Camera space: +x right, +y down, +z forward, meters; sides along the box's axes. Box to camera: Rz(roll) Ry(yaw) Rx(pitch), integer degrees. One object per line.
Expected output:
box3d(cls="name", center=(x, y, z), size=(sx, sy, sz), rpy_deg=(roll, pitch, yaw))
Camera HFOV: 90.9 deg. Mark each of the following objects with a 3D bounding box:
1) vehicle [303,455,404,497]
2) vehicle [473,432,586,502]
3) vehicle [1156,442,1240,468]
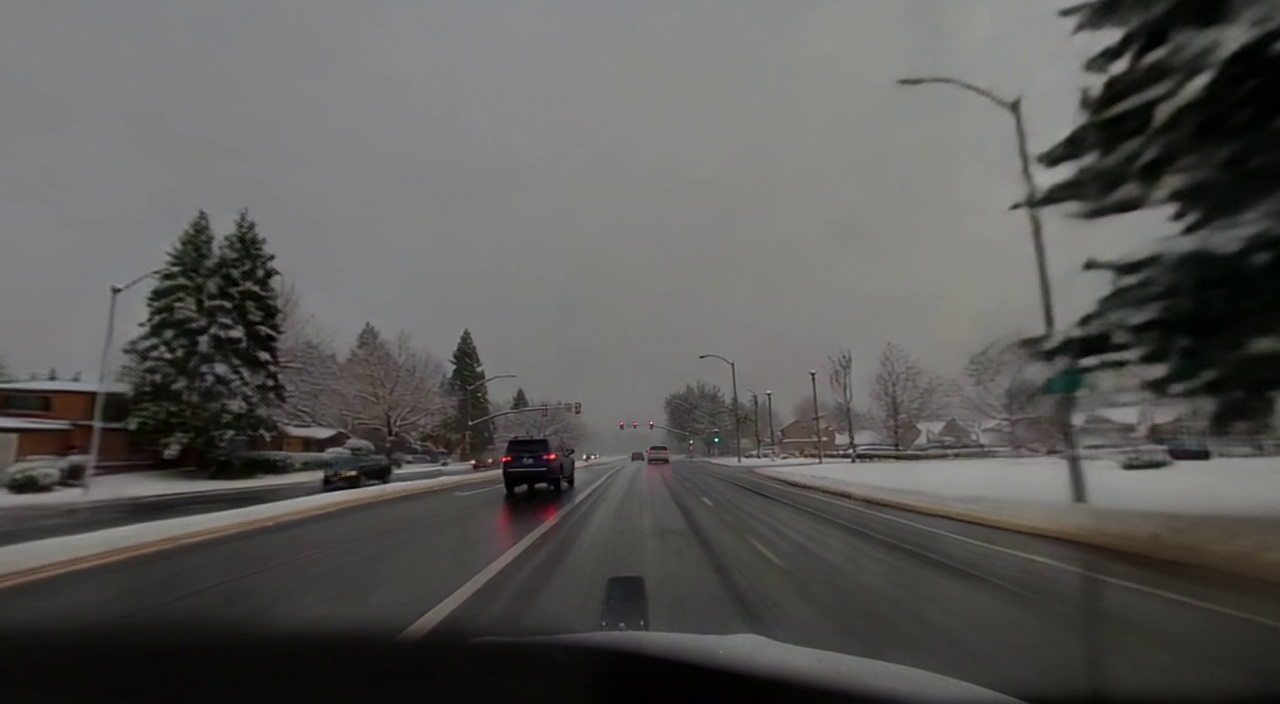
box3d(cls="vehicle", center=(-11.692, 5.052, 26.116), size=(1.952, 1.500, 4.543), rpy_deg=(0, -9, 1))
box3d(cls="vehicle", center=(-3.134, 3.442, 19.328), size=(2.459, 1.825, 5.380), rpy_deg=(0, -9, 0))
box3d(cls="vehicle", center=(35.007, 6.480, 39.672), size=(1.719, 1.506, 3.878), rpy_deg=(0, -9, 2))
